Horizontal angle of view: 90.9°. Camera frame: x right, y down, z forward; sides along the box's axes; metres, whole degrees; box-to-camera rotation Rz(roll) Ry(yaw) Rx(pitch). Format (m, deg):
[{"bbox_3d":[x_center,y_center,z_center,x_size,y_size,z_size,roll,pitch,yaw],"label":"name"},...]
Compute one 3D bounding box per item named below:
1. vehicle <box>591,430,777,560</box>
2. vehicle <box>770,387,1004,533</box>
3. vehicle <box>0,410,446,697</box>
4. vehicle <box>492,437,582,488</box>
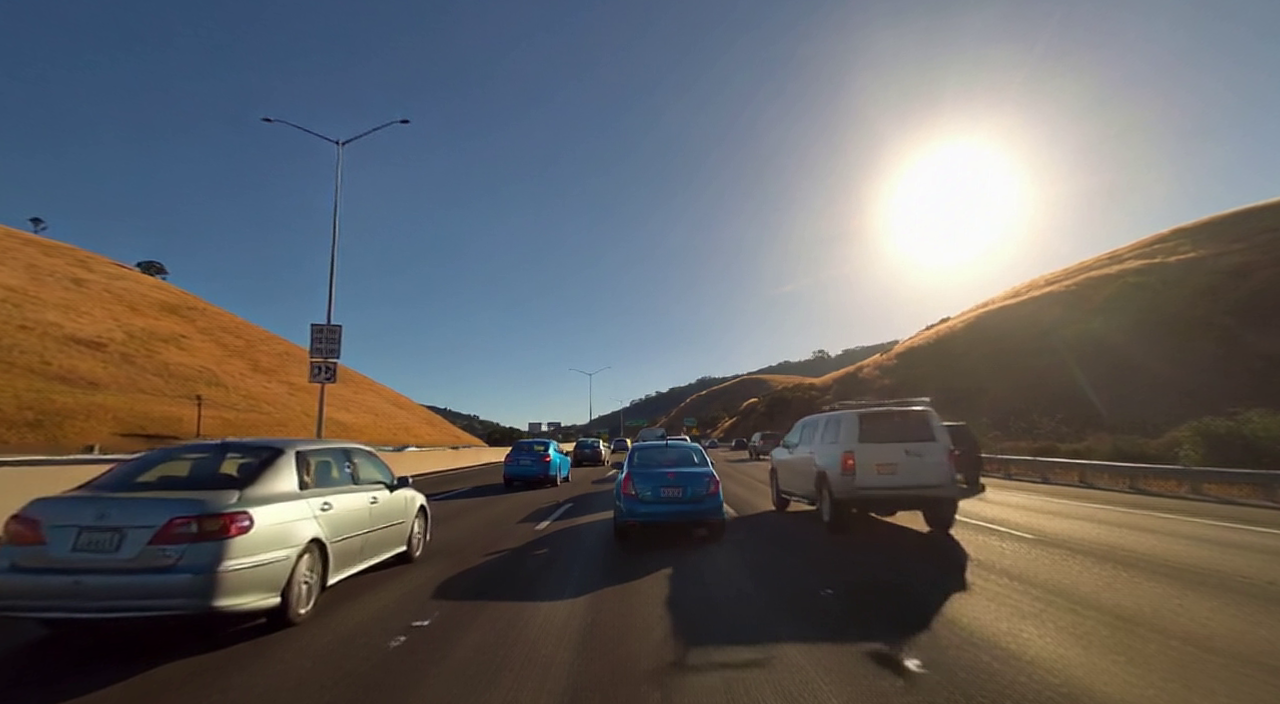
[{"bbox_3d":[0.523,1.895,9.073,2.072,1.431,3.904,0,-8,1],"label":"vehicle"},{"bbox_3d":[3.683,1.739,10.545,2.086,1.884,4.547,0,-8,1],"label":"vehicle"},{"bbox_3d":[-3.454,1.396,5.597,2.033,1.513,4.333,0,-8,1],"label":"vehicle"},{"bbox_3d":[-3.138,3.495,20.256,2.017,1.446,4.384,0,-8,2],"label":"vehicle"}]
